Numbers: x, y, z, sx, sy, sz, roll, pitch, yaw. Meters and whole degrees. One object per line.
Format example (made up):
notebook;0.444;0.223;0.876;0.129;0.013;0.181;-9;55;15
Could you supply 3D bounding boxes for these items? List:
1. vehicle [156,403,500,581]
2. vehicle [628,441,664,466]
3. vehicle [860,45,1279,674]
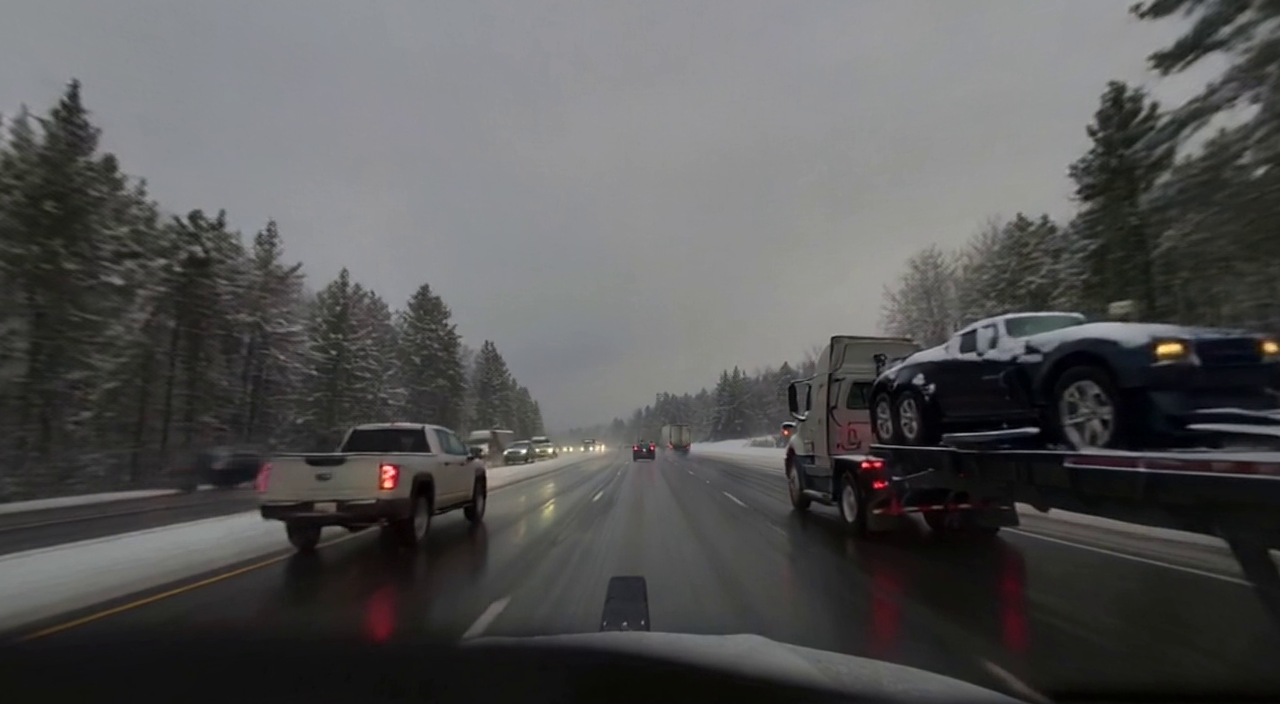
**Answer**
vehicle;-3.488;1.674;8.377;2.077;1.669;4.739;0;-8;1
vehicle;0.364;6.395;39.862;2.152;1.484;4.211;0;-8;1
vehicle;4.926;-0.023;2.859;3.150;3.257;13.098;0;-8;0
